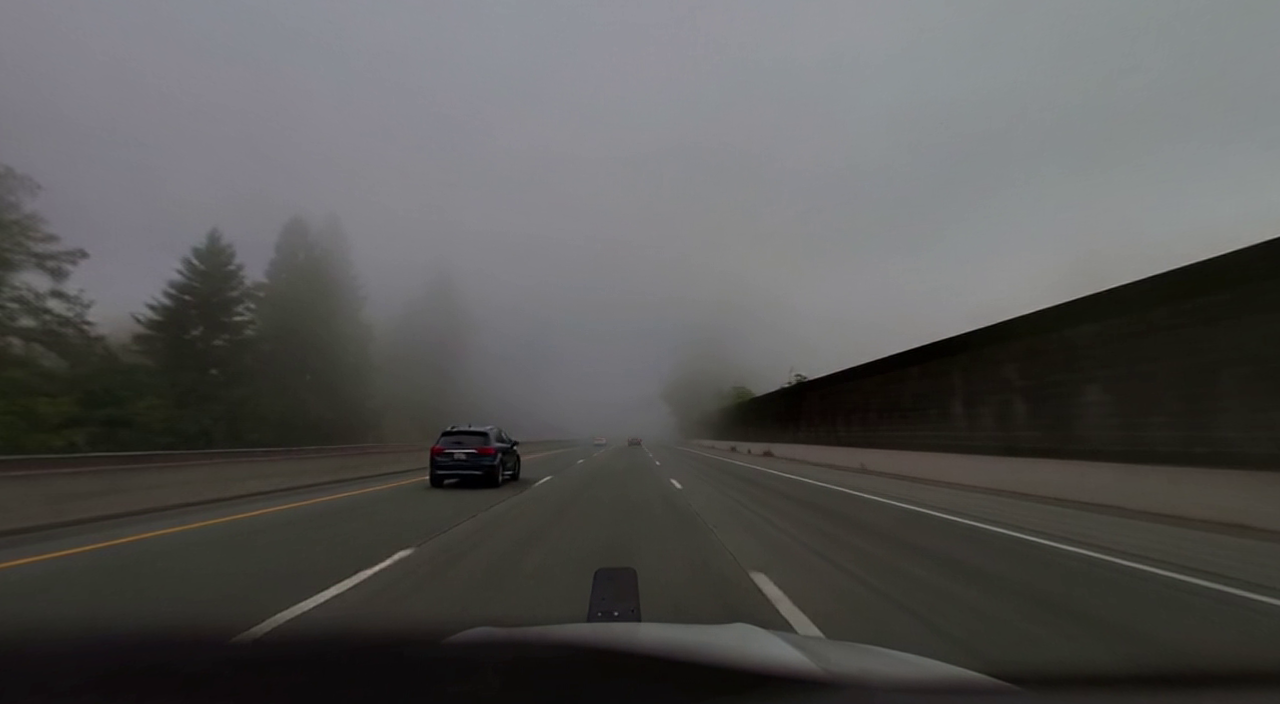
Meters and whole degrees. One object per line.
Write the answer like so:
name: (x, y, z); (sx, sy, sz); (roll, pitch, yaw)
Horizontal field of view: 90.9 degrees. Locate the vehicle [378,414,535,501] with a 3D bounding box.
vehicle: (-4.081, 2.439, 15.019); (2.306, 1.730, 4.606); (0, -8, 1)
